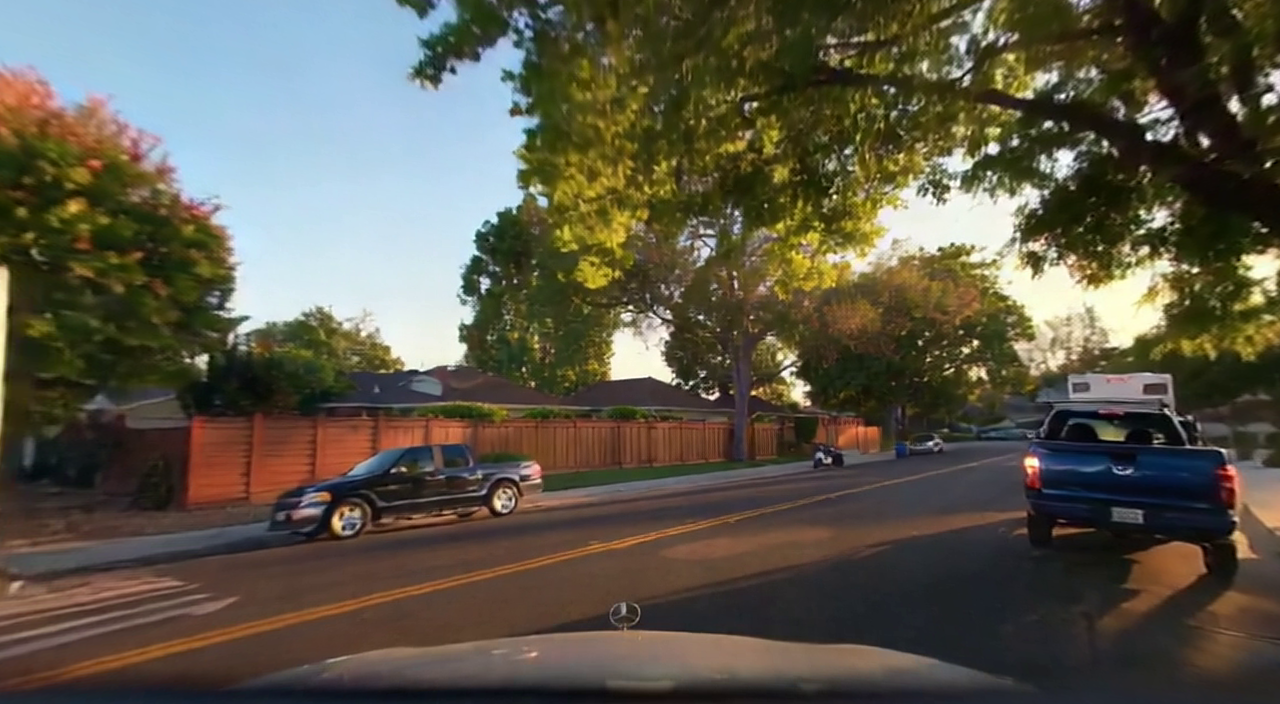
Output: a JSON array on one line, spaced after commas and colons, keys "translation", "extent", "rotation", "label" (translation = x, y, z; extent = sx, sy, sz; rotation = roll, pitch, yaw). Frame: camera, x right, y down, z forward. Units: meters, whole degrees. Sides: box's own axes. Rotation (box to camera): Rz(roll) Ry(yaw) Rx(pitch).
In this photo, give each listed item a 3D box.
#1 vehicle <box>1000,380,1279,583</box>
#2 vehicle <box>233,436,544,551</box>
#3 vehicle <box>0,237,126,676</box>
[{"translation": [6.662, 1.424, 8.470], "extent": [2.182, 1.785, 5.726], "rotation": [-4, -7, 39], "label": "vehicle"}, {"translation": [-3.992, 2.210, 10.855], "extent": [1.816, 1.489, 4.653], "rotation": [-5, -9, 37], "label": "vehicle"}, {"translation": [-6.121, 0.467, 2.664], "extent": [2.367, 2.618, 5.497], "rotation": [-5, -9, 35], "label": "vehicle"}]
